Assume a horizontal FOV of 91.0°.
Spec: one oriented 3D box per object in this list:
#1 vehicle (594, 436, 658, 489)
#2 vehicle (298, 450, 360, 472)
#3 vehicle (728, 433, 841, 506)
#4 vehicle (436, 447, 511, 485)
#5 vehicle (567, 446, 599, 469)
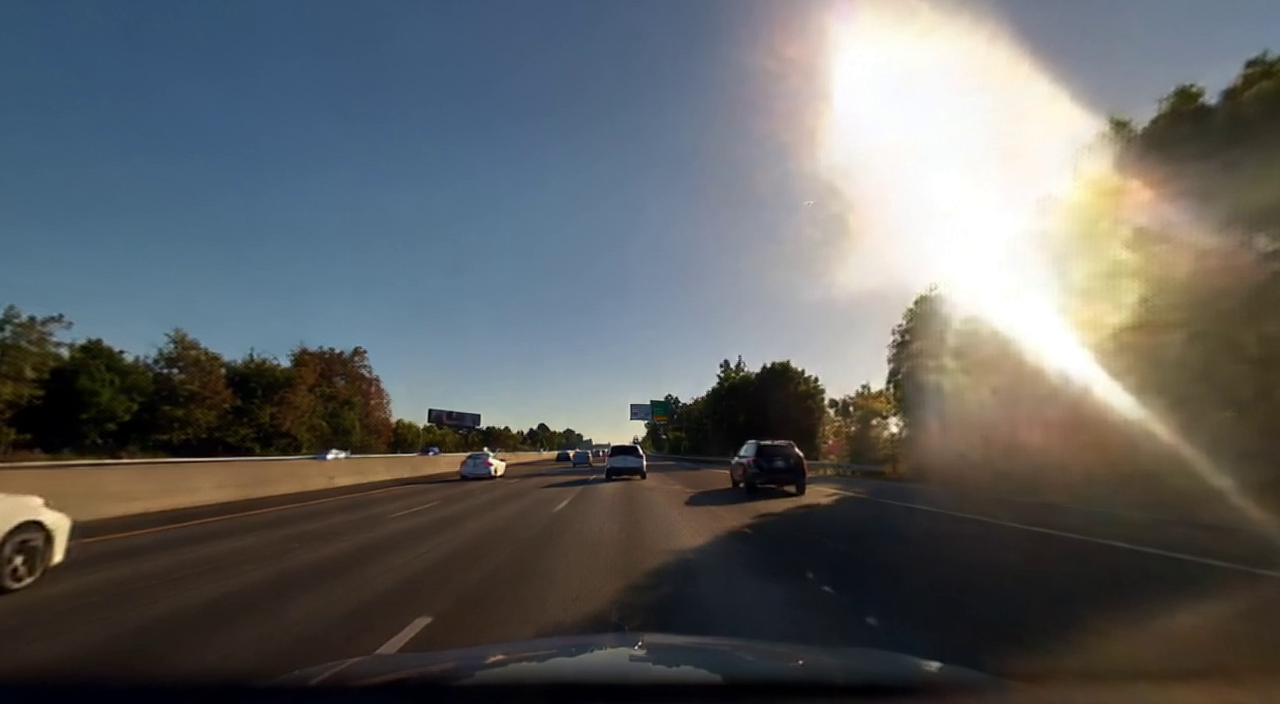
[{"bbox_3d":[-0.478,4.069,23.607,2.127,1.749,4.776,0,-9,0],"label":"vehicle"},{"bbox_3d":[-22.858,8.011,46.508,2.136,1.504,4.633,0,-9,0],"label":"vehicle"},{"bbox_3d":[3.773,3.141,17.320,1.925,1.716,4.378,0,-9,-2],"label":"vehicle"},{"bbox_3d":[-7.049,4.876,27.236,1.892,1.468,4.792,0,-9,0],"label":"vehicle"},{"bbox_3d":[-4.032,7.541,45.144,1.889,1.522,4.465,0,-9,-1],"label":"vehicle"}]
